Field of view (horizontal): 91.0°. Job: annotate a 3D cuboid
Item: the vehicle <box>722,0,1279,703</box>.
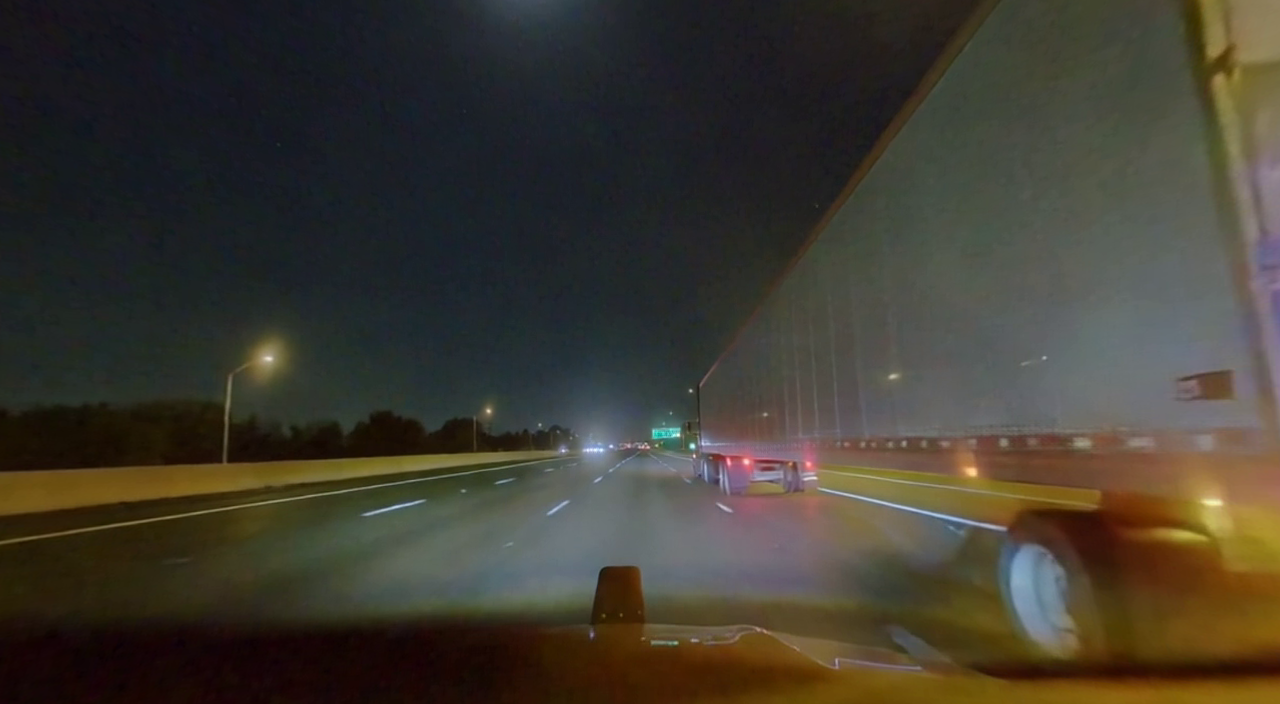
[{"bbox_3d":[3.820,0.687,9.796,2.949,4.149,16.046,0,-9,0],"label":"vehicle"}]
